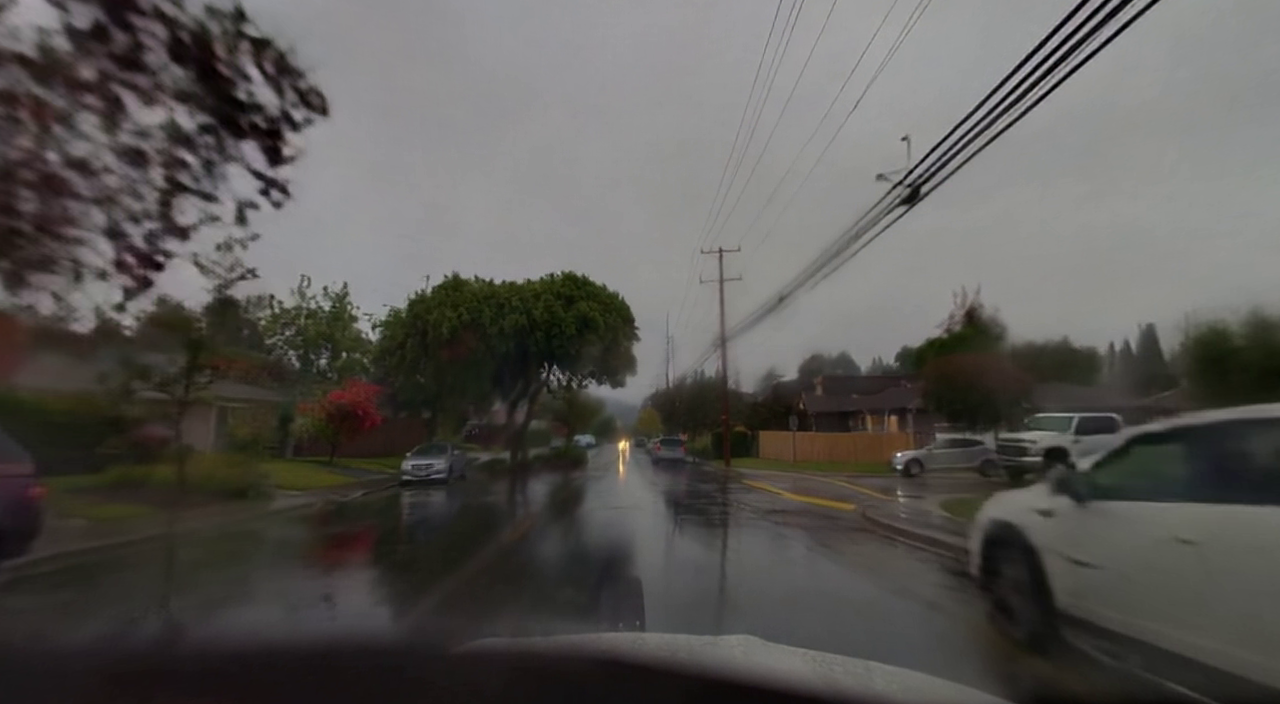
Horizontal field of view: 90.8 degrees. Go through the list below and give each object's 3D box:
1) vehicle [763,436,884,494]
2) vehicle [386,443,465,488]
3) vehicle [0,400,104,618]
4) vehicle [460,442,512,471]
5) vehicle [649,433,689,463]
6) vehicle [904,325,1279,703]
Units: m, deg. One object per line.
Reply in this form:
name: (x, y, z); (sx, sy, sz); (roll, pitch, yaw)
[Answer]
vehicle: (5.931, 3.545, 20.177); (1.944, 1.636, 4.140); (-8, -12, 43)
vehicle: (-7.722, 4.091, 23.162); (1.997, 1.456, 4.319); (1, -9, -9)
vehicle: (-6.468, 1.066, 3.635); (2.158, 1.817, 5.230); (0, -9, 0)
vehicle: (-8.713, 5.821, 35.487); (2.033, 1.477, 4.626); (4, -9, -23)
vehicle: (1.995, 6.925, 45.613); (2.173, 1.992, 5.891); (1, -9, -4)
vehicle: (3.481, 0.841, 2.725); (2.178, 1.757, 5.495); (0, -9, -2)
